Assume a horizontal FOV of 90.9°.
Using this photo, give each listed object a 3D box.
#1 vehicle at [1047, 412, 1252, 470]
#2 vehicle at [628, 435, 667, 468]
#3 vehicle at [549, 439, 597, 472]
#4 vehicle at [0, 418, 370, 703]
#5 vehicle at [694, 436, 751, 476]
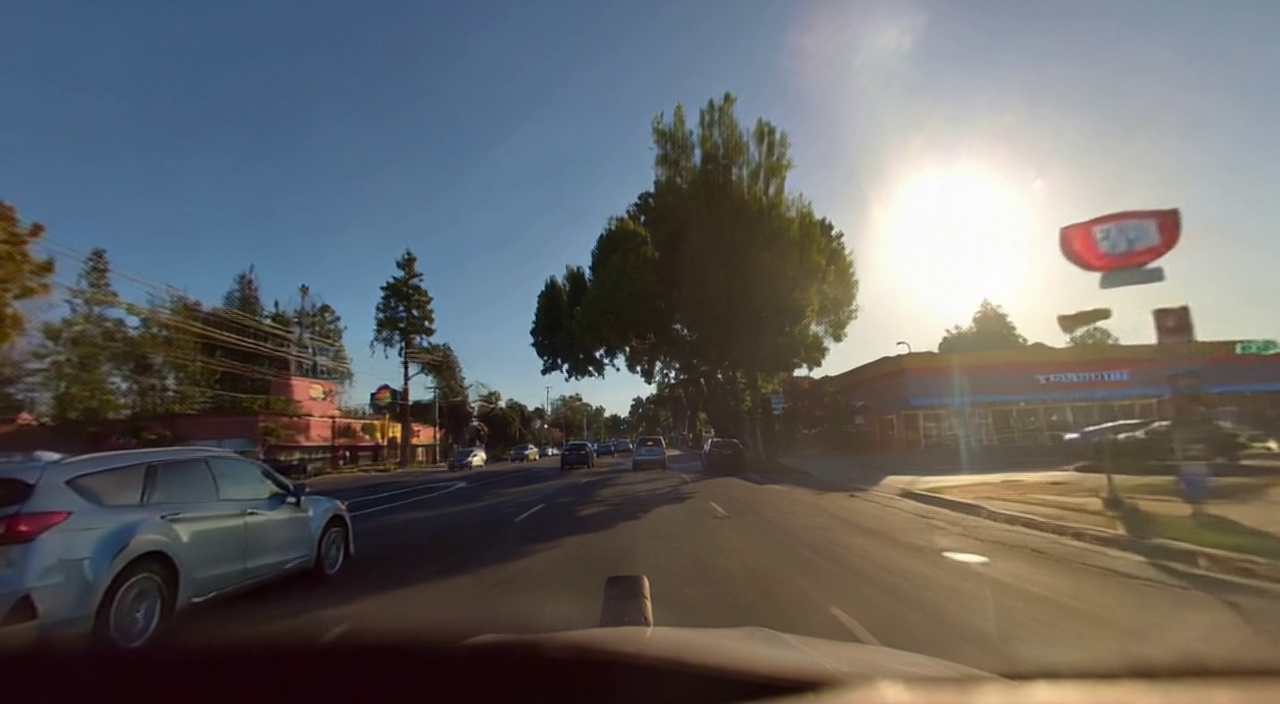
[{"bbox_3d":[16.793,3.008,21.130,1.945,1.690,4.833,4,-9,-27],"label":"vehicle"},{"bbox_3d":[0.407,5.940,37.794,2.193,1.873,4.033,0,-9,0],"label":"vehicle"},{"bbox_3d":[-3.567,5.606,34.344,2.026,1.665,4.193,0,-9,2],"label":"vehicle"},{"bbox_3d":[-3.978,1.323,4.731,1.908,1.481,4.351,0,-9,1],"label":"vehicle"},{"bbox_3d":[3.519,4.517,27.542,1.922,1.579,3.642,0,-9,-1],"label":"vehicle"}]
